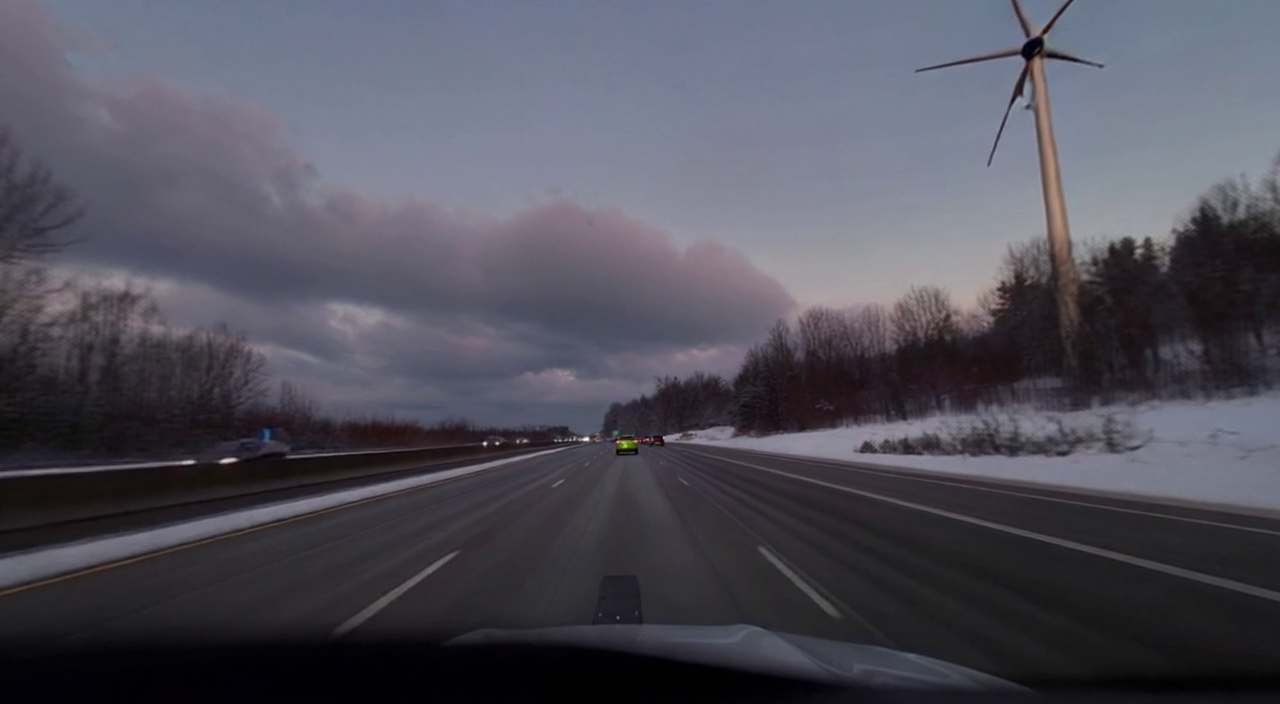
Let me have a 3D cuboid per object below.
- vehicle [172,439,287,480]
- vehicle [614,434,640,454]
[{"bbox_3d":[-16.897,4.394,26.191,1.889,1.538,4.327,0,-8,-1],"label":"vehicle"},{"bbox_3d":[-1.010,7.042,48.209,1.892,1.496,3.575,0,-8,-2],"label":"vehicle"}]
